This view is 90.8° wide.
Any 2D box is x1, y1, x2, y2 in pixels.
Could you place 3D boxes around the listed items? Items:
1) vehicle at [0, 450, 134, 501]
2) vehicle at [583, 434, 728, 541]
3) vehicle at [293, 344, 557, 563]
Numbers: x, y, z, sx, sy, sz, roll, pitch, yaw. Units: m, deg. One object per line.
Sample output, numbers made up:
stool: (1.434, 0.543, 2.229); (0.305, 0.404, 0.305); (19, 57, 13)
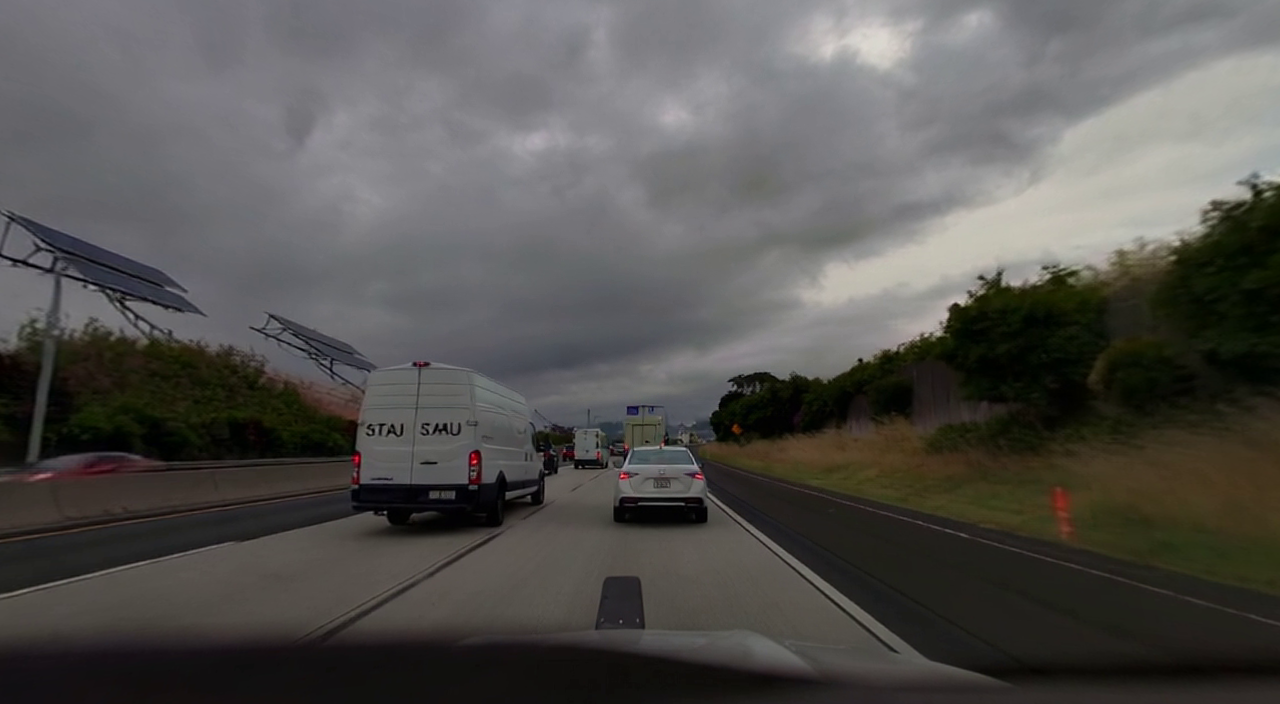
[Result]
vehicle: (-19.567, 4.020, 20.952); (1.841, 1.476, 4.383); (0, -9, 1)
vehicle: (0.208, 2.222, 10.858); (2.063, 1.507, 3.488); (0, -9, 0)
vehicle: (-3.143, 1.782, 11.391); (2.289, 2.757, 6.726); (0, -9, 1)
